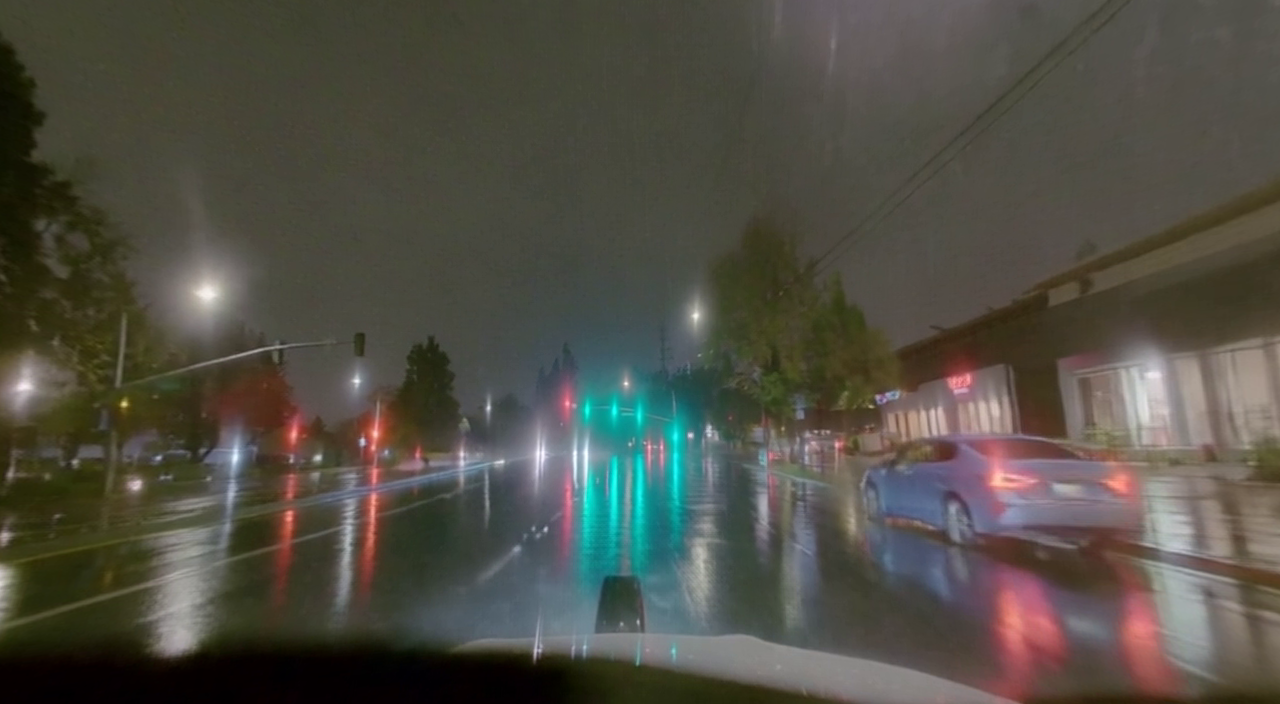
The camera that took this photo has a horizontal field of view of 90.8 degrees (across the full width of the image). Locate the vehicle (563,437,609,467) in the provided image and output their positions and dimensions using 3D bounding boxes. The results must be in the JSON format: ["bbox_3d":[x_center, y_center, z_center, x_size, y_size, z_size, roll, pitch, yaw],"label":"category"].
[{"bbox_3d":[-2.858,5.425,34.382,2.032,1.467,4.411,0,-8,2],"label":"vehicle"}]

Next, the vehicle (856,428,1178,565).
[{"bbox_3d":[4.814,1.871,8.948,1.942,1.469,4.049,0,-9,-2],"label":"vehicle"}]

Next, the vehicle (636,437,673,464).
[{"bbox_3d":[0.832,5.781,37.151,2.059,1.456,4.047,0,-8,1],"label":"vehicle"}]
